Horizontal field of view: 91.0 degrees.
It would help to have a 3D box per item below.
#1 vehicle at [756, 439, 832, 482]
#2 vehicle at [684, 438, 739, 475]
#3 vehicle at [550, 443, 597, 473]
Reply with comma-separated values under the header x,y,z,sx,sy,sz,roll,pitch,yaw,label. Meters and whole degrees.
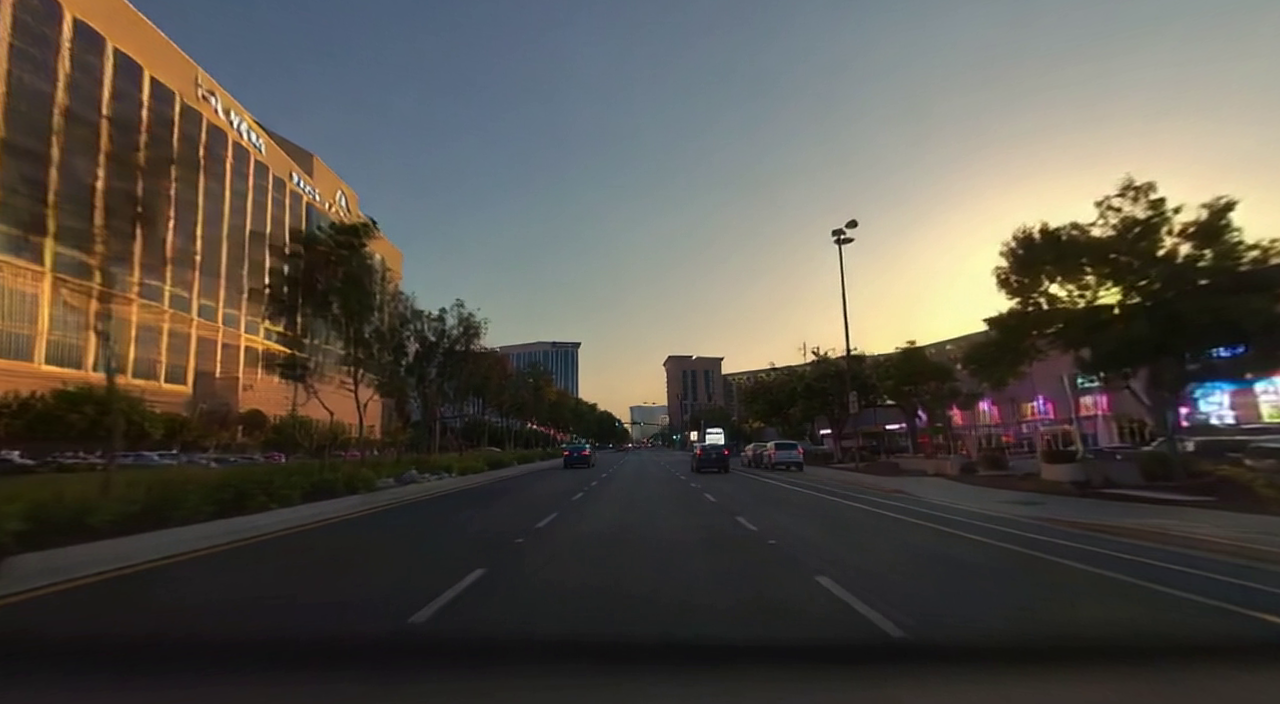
x,y,z,sx,sy,sz,roll,pitch,yaw,label
6.766,4.794,28.234,2.182,1.744,4.600,0,-8,-1,vehicle
3.545,5.270,31.933,2.083,1.743,4.354,0,-8,-3,vehicle
-3.354,5.453,32.624,2.005,1.477,4.169,0,-8,0,vehicle
